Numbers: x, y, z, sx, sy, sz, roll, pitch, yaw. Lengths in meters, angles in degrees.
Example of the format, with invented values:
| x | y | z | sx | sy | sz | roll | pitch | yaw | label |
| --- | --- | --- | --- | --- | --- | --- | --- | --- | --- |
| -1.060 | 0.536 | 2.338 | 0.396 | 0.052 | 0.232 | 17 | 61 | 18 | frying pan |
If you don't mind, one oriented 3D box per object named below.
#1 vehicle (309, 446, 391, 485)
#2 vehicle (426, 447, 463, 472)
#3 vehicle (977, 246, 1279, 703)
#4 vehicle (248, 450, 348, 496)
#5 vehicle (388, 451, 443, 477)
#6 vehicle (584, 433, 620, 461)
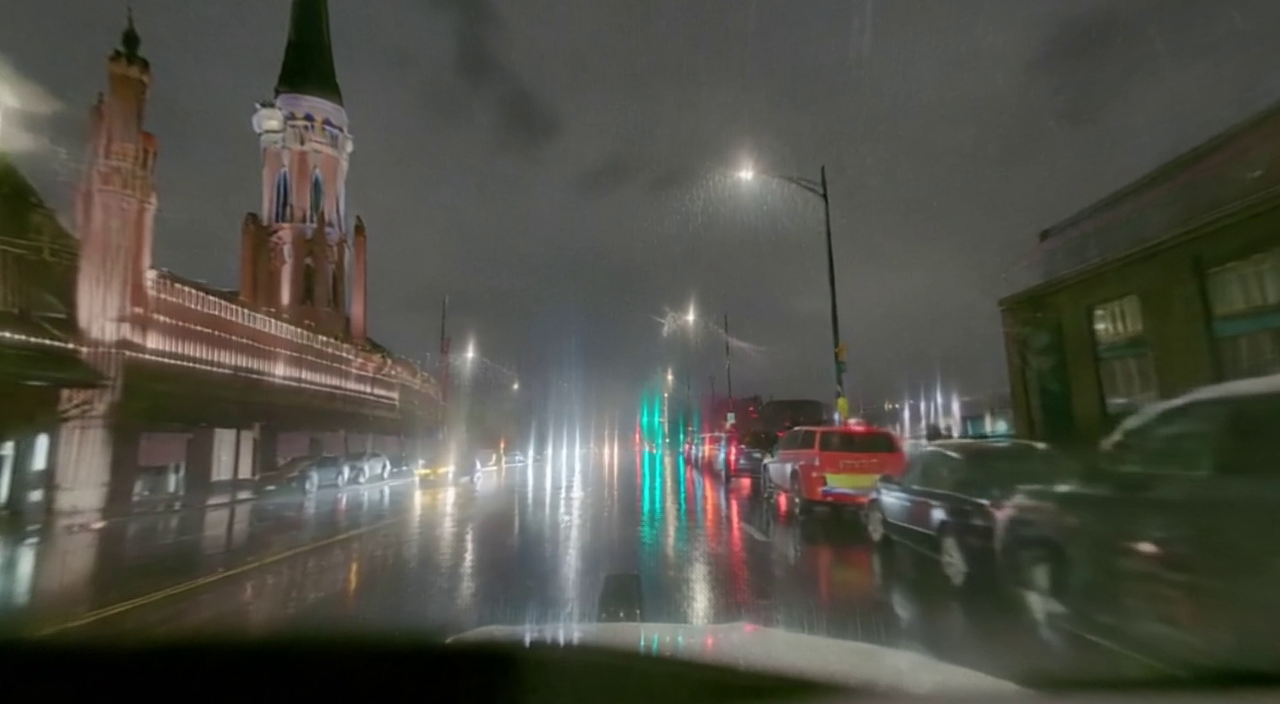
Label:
| x | y | z | sx | sy | sz | roll | pitch | yaw | label |
| --- | --- | --- | --- | --- | --- | --- | --- | --- | --- |
| -15.237 | 5.988 | 33.540 | 2.014 | 1.846 | 4.920 | 0 | -9 | -1 | vehicle |
| -15.178 | 8.374 | 49.273 | 1.751 | 1.865 | 3.735 | 0 | -9 | -1 | vehicle |
| 3.121 | 0.618 | 1.468 | 2.074 | 2.041 | 5.045 | 1 | -8 | 2 | vehicle |
| -14.940 | 5.271 | 27.932 | 1.978 | 1.819 | 4.477 | 0 | -9 | -2 | vehicle |
| -15.193 | 7.608 | 43.084 | 2.076 | 1.672 | 4.499 | 0 | -9 | 0 | vehicle |
| -2.742 | 7.049 | 46.895 | 2.293 | 1.936 | 4.737 | 0 | -9 | 1 | vehicle |
